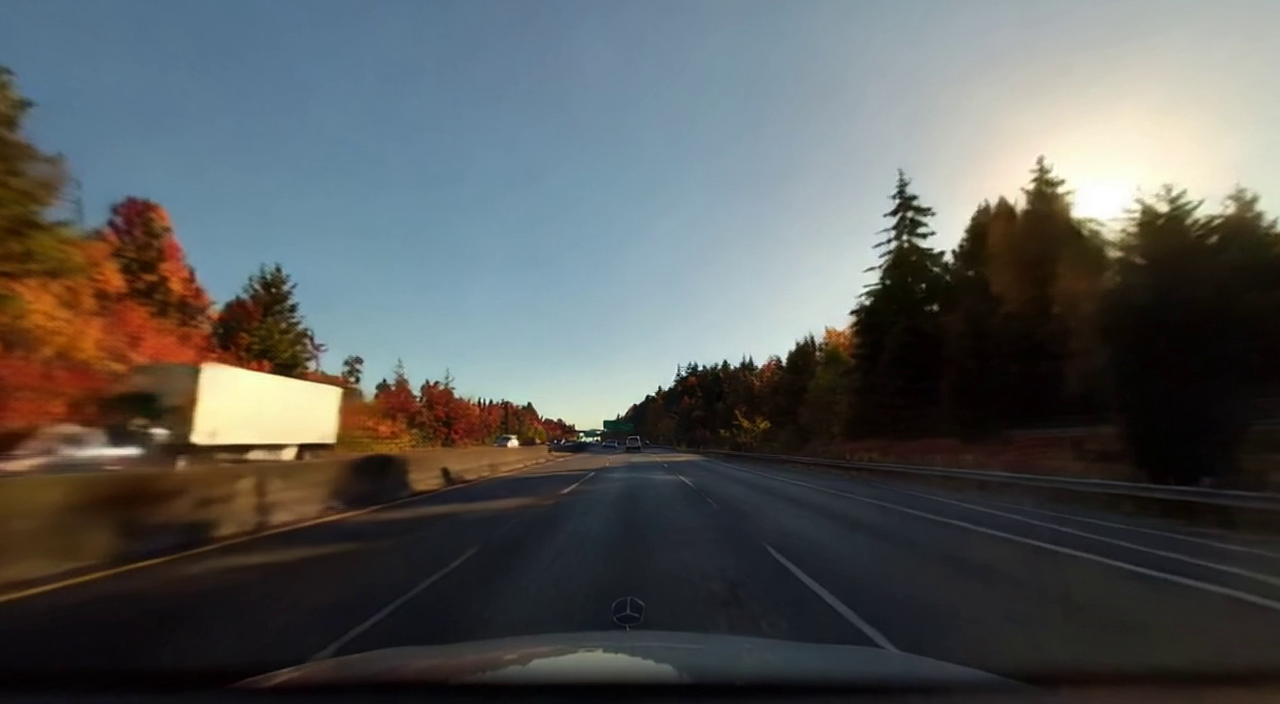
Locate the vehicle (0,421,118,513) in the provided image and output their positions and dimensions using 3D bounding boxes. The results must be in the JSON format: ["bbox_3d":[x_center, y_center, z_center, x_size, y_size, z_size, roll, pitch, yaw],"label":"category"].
[{"bbox_3d":[-11.432,1.873,10.229,1.904,1.504,4.525,0,-8,1],"label":"vehicle"}]
